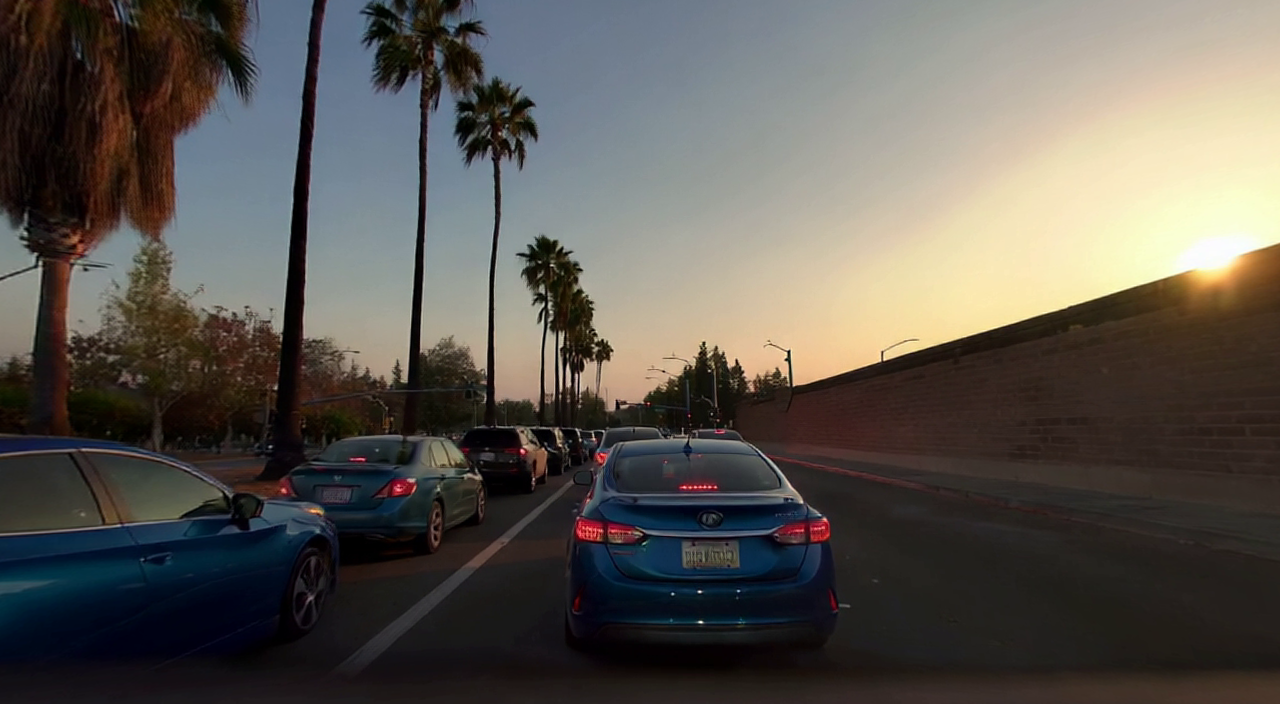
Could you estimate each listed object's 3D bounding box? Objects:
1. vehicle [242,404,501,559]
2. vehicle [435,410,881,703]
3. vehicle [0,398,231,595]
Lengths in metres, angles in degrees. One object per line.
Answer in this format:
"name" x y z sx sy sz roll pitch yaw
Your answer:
"vehicle" -3.513 1.779 9.276 2.055 1.746 4.136 0 -8 -1
"vehicle" 0.045 1.340 5.200 2.128 1.473 4.272 0 -8 -1
"vehicle" -6.666 1.406 6.386 1.963 1.721 4.662 0 -8 -2
